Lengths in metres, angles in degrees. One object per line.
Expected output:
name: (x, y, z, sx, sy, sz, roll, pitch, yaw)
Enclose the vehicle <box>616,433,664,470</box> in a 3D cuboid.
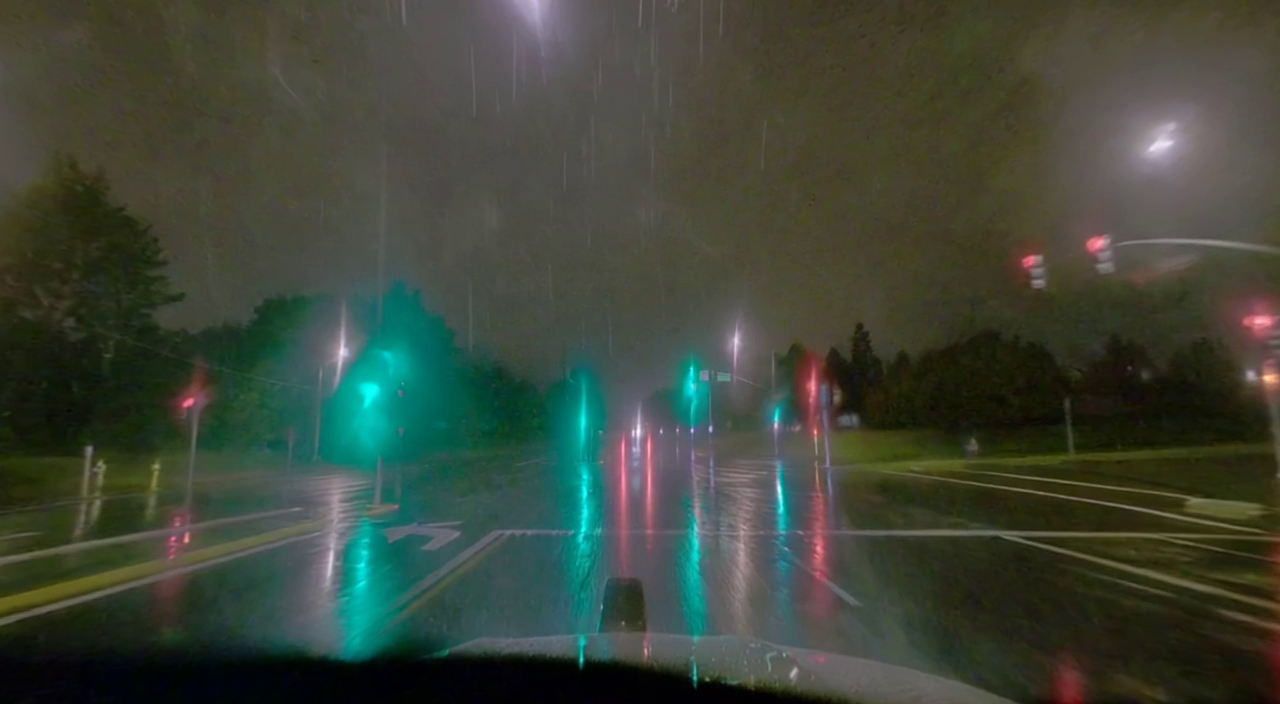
vehicle: (-0.003, 5.056, 32.025, 2.256, 1.734, 4.176, 0, -8, 0)
